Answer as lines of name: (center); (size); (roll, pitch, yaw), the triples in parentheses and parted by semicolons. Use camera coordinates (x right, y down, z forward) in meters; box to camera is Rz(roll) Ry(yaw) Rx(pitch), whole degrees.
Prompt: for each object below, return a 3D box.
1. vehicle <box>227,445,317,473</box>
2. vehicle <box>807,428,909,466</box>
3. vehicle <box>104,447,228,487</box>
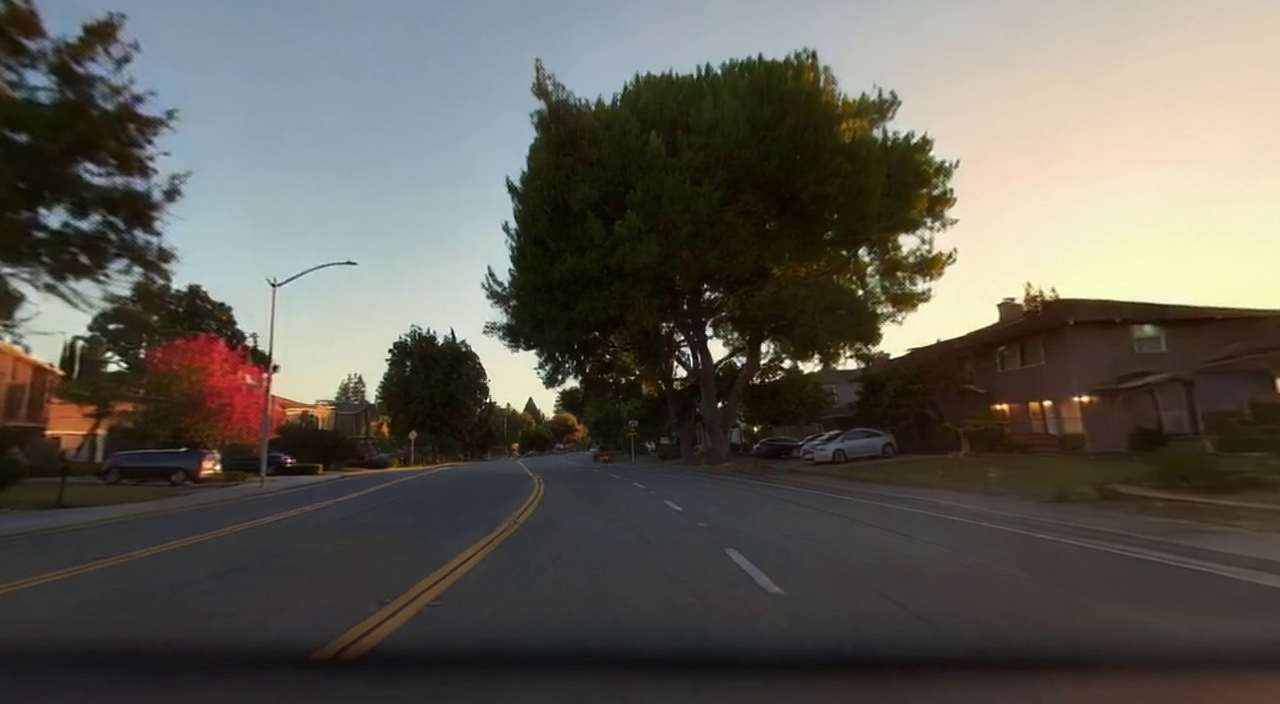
vehicle: (-25.592, 7.465, 44.056); (4.879, 1.854, 2.265); (2, -9, -15)
vehicle: (11.669, 5.122, 34.041); (4.693, 1.764, 2.265); (-3, -8, 6)
vehicle: (-21.619, 5.224, 28.914); (3.899, 1.729, 2.064); (1, -8, -9)
